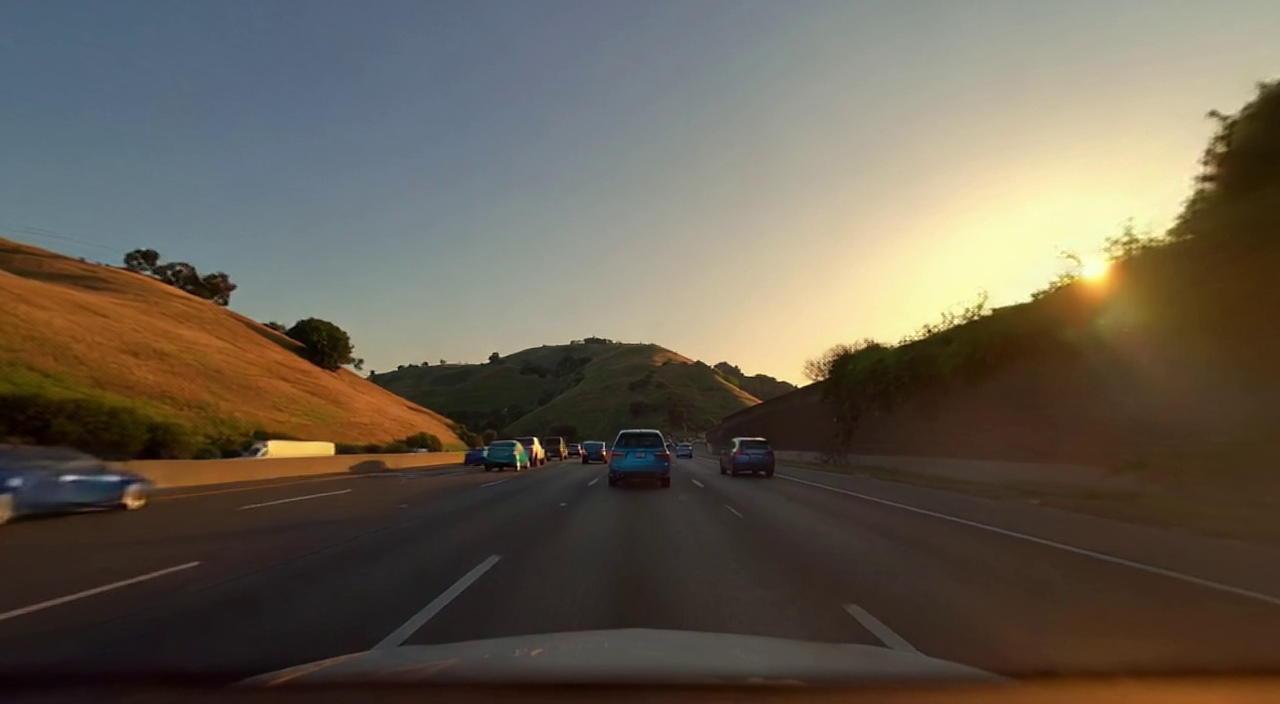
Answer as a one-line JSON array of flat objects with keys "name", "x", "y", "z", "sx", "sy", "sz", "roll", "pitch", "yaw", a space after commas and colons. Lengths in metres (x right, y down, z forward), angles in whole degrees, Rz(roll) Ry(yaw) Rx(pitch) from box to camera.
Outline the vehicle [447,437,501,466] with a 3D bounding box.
[{"name": "vehicle", "x": -11.048, "y": 6.659, "z": 42.408, "sx": 2.223, "sy": 1.781, "sz": 5.098, "roll": 0, "pitch": -8, "yaw": 0}]

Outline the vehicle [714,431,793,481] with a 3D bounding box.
[{"name": "vehicle", "x": 4.580, "y": 4.335, "z": 26.549, "sx": 2.204, "sy": 1.852, "sz": 5.845, "roll": 0, "pitch": -8, "yaw": 0}]

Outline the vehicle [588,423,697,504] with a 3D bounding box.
[{"name": "vehicle", "x": 0.081, "y": 2.844, "z": 16.410, "sx": 2.447, "sy": 1.804, "sz": 4.273, "roll": 0, "pitch": -8, "yaw": 1}]

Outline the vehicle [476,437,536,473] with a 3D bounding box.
[{"name": "vehicle", "x": -6.750, "y": 5.253, "z": 32.320, "sx": 2.024, "sy": 1.706, "sz": 4.462, "roll": 0, "pitch": -8, "yaw": 1}]

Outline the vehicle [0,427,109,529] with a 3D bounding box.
[{"name": "vehicle", "x": -11.469, "y": 2.010, "z": 9.966, "sx": 1.999, "sy": 1.643, "sz": 4.717, "roll": 0, "pitch": -8, "yaw": 0}]
